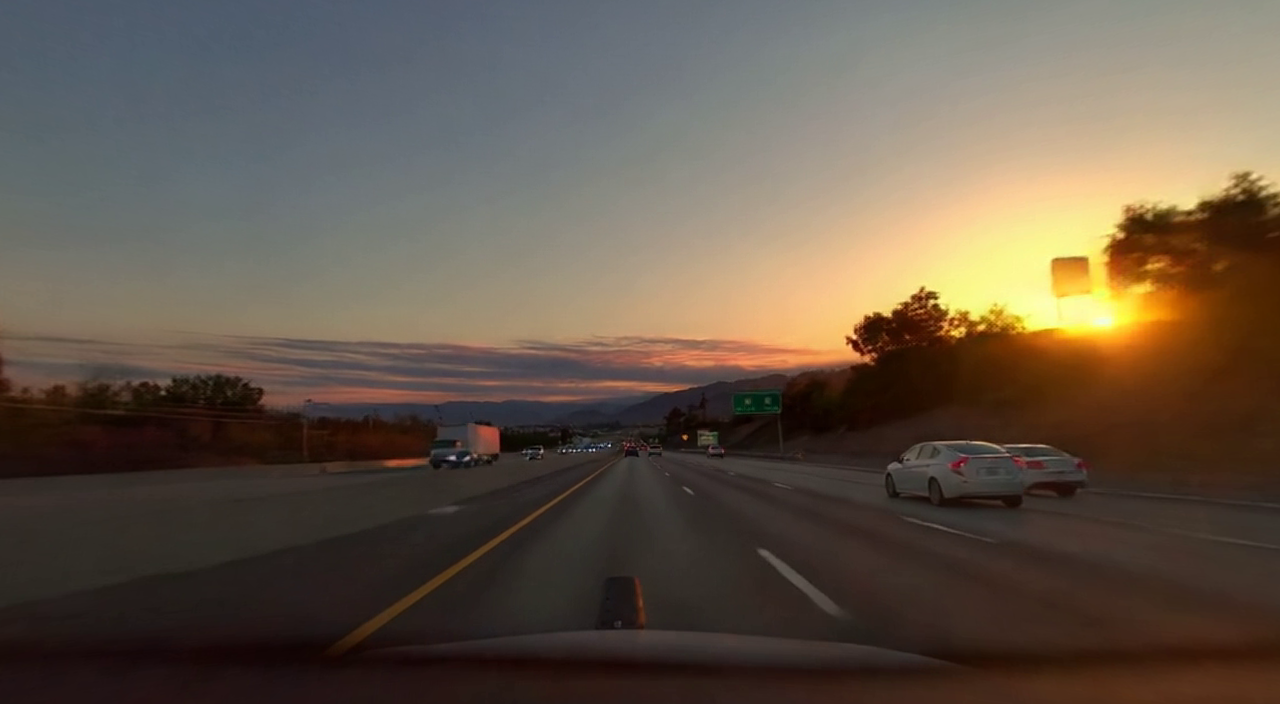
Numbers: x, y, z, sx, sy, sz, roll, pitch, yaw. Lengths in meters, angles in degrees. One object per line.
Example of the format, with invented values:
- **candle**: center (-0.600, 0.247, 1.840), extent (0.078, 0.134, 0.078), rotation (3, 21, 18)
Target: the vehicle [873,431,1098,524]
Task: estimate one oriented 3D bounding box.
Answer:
- **vehicle**: center (6.724, 2.479, 13.066), extent (1.901, 1.548, 4.684), rotation (0, -9, -1)
